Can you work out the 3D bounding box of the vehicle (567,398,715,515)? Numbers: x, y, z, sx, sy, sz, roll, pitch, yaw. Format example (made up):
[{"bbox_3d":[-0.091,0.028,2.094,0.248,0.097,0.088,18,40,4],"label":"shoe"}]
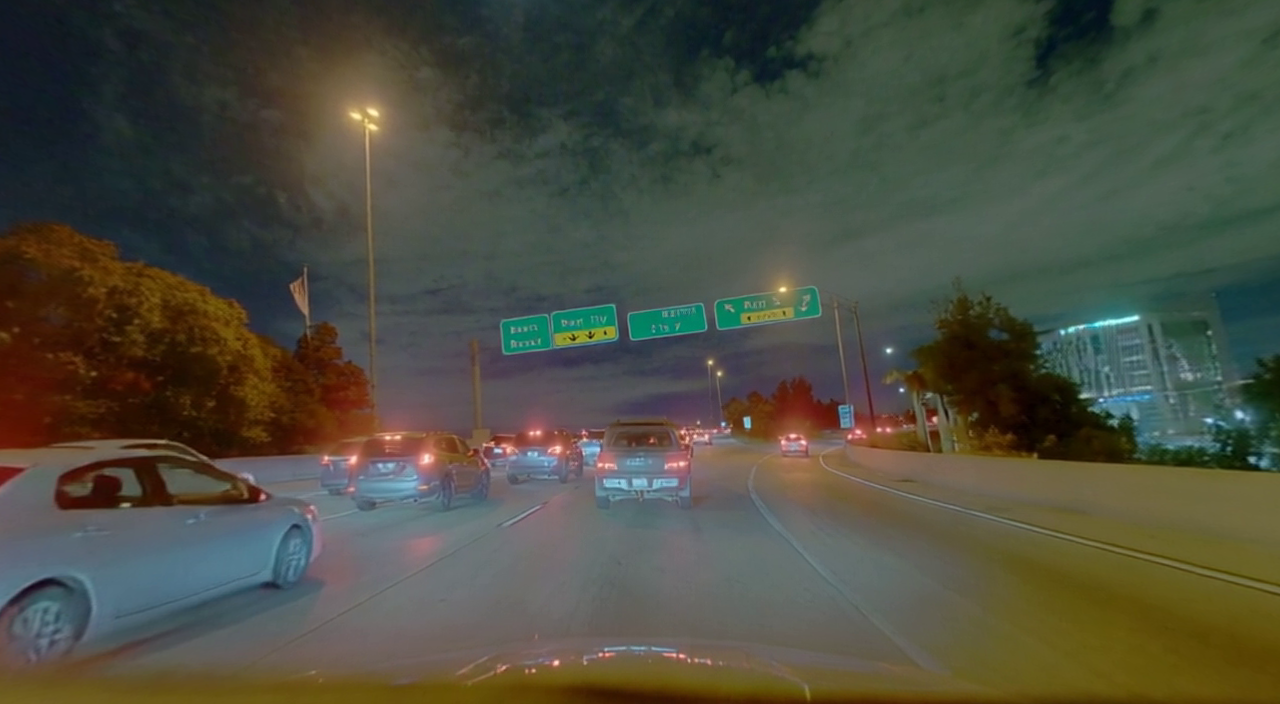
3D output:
[{"bbox_3d":[0.100,2.309,14.264,2.616,2.063,5.933,0,-9,2],"label":"vehicle"}]

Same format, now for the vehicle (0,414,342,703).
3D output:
[{"bbox_3d":[-4.150,1.230,4.289,2.087,1.481,4.225,0,-9,1],"label":"vehicle"}]

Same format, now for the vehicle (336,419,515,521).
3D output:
[{"bbox_3d":[-4.105,2.344,12.995,1.953,1.729,4.377,0,-9,3],"label":"vehicle"}]
